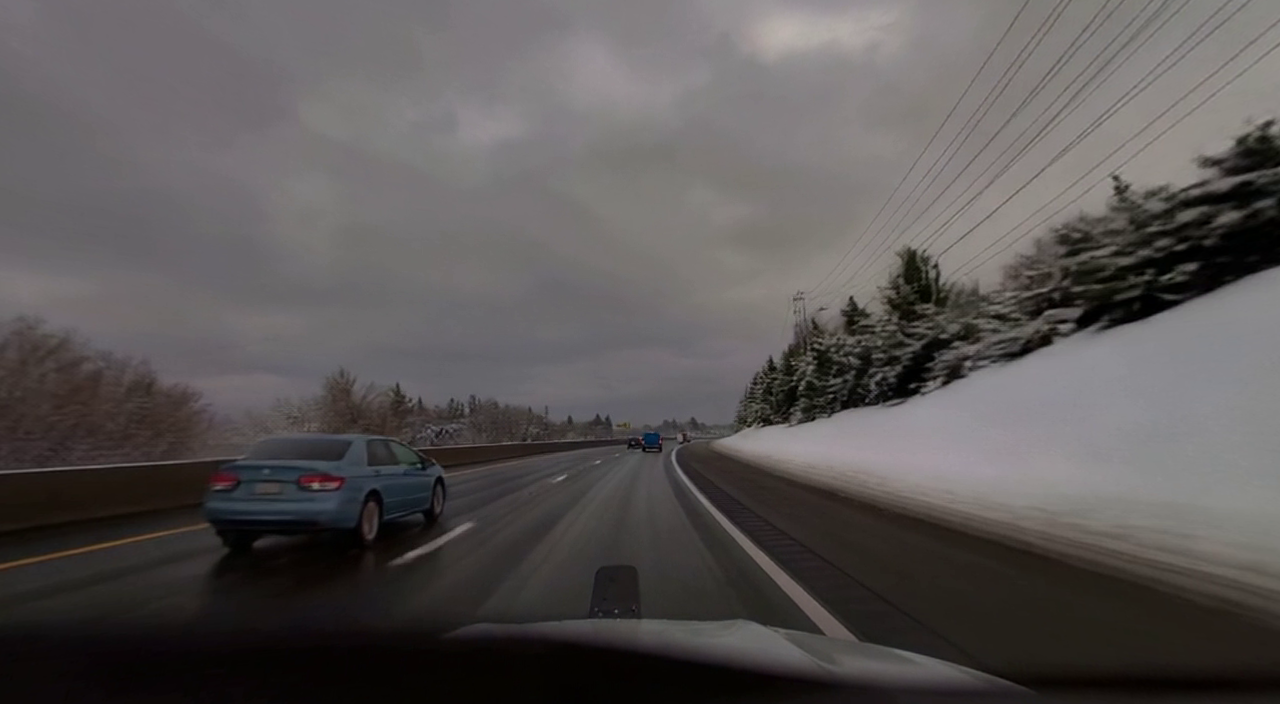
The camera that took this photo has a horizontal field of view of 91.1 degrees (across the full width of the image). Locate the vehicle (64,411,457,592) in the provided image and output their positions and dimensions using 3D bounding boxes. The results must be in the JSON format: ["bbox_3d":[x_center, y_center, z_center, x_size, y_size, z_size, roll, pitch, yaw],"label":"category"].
[{"bbox_3d":[-3.850,1.555,7.510,2.030,1.522,4.250,0,-8,0],"label":"vehicle"}]

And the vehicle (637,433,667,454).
[{"bbox_3d":[0.943,6.893,47.631,2.077,1.523,4.206,0,-8,3],"label":"vehicle"}]
